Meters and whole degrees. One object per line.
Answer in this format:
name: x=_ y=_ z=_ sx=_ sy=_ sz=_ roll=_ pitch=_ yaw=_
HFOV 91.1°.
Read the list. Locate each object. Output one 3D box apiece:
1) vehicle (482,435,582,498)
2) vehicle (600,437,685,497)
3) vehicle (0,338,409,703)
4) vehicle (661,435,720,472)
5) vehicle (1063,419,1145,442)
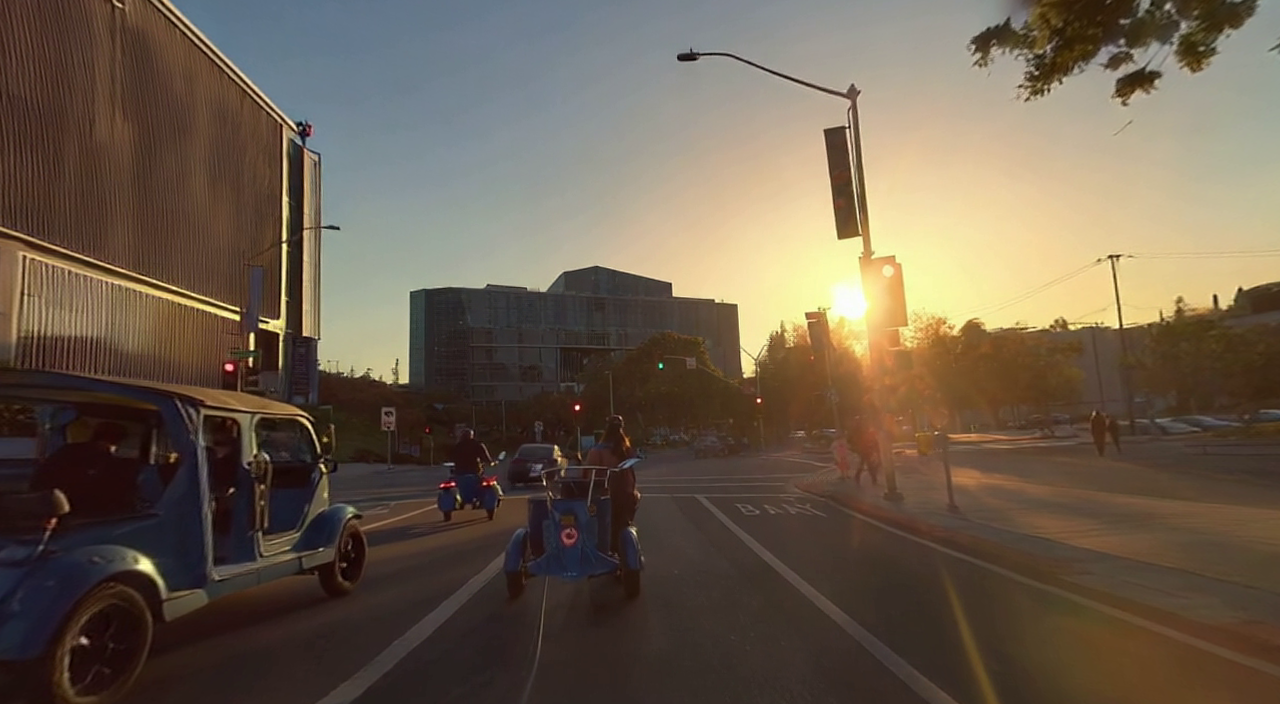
vehicle: x=-2.991 y=3.262 z=18.317 sx=1.935 sy=1.615 sz=4.073 roll=-1 pitch=-8 yaw=4
vehicle: x=0.199 y=3.110 z=17.431 sx=2.025 sy=1.458 sz=4.085 roll=-1 pitch=-8 yaw=5
vehicle: x=-3.602 y=1.161 z=4.691 sx=2.000 sy=1.809 sz=4.405 roll=0 pitch=-8 yaw=1
vehicle: x=2.533 y=4.894 z=30.547 sx=2.082 sy=1.671 sz=3.992 roll=-3 pitch=-9 yaw=16
vehicle: x=30.735 y=5.228 z=41.632 sx=1.751 sy=1.420 sz=4.027 roll=8 pitch=-11 yaw=-43
